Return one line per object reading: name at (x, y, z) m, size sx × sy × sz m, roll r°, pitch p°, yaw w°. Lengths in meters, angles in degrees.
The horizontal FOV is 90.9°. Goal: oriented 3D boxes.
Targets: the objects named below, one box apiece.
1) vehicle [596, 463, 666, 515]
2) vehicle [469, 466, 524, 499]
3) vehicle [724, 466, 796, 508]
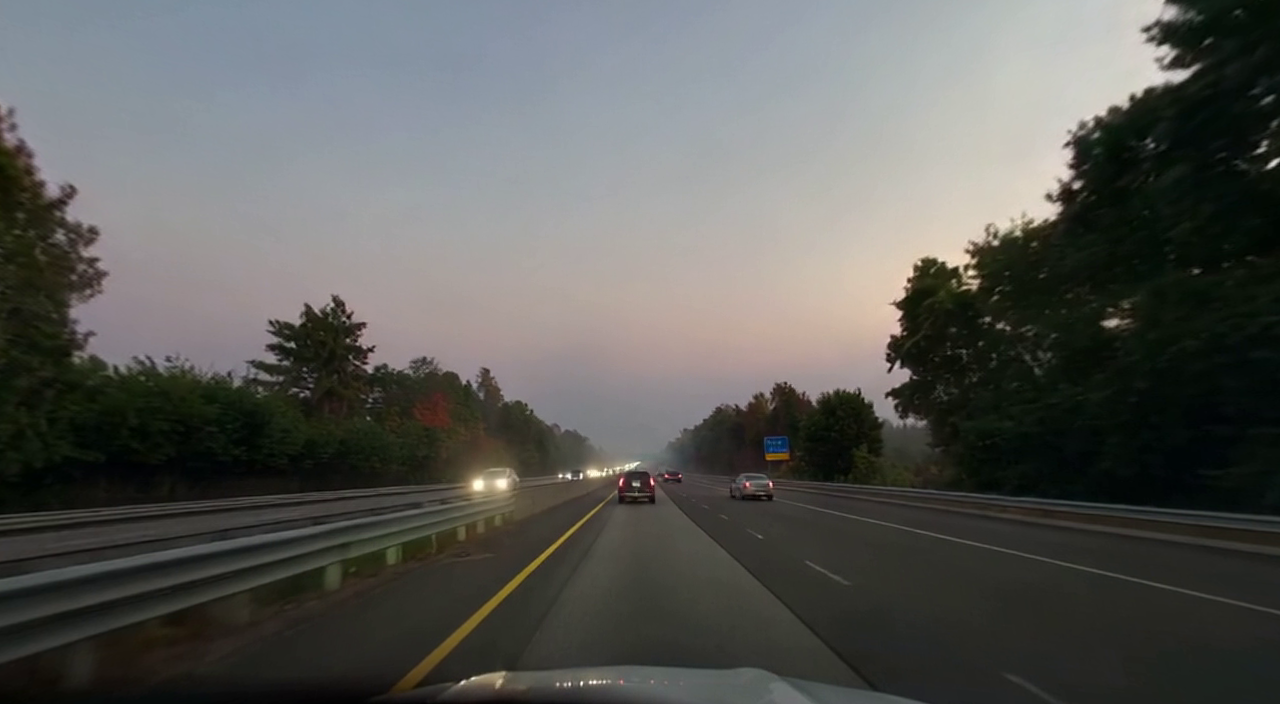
vehicle at (-0.261, 4.389, 20.458) m, size 2.060 × 1.473 × 3.726 m, roll 1°, pitch -10°, yaw 0°
vehicle at (-7.513, 6.854, 33.255) m, size 1.911 × 1.585 × 3.952 m, roll 1°, pitch -10°, yaw 1°
vehicle at (4.650, 5.294, 24.981) m, size 1.974 × 1.476 × 4.119 m, roll 1°, pitch -10°, yaw -1°
